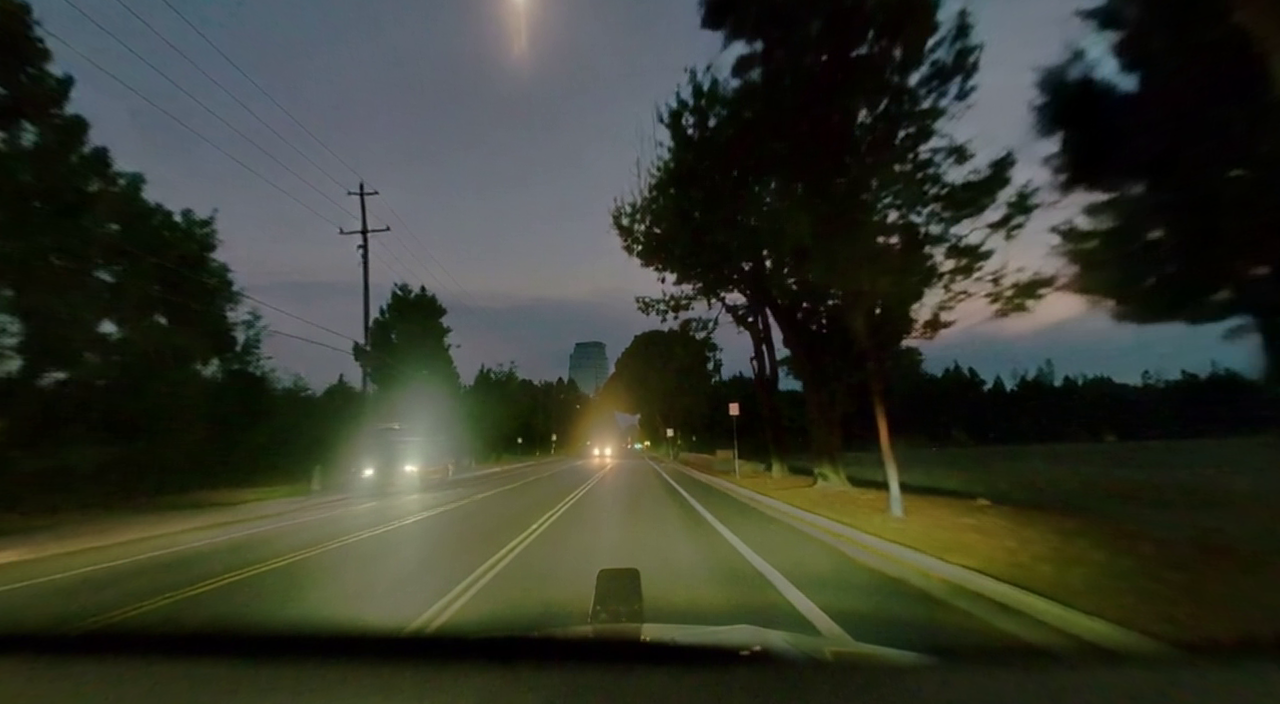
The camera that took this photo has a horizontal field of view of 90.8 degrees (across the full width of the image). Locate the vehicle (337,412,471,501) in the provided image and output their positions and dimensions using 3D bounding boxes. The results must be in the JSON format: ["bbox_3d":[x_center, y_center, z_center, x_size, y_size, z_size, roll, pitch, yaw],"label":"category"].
[{"bbox_3d":[-8.116,3.633,22.620,2.351,2.696,6.106,-1,-7,1],"label":"vehicle"}]
